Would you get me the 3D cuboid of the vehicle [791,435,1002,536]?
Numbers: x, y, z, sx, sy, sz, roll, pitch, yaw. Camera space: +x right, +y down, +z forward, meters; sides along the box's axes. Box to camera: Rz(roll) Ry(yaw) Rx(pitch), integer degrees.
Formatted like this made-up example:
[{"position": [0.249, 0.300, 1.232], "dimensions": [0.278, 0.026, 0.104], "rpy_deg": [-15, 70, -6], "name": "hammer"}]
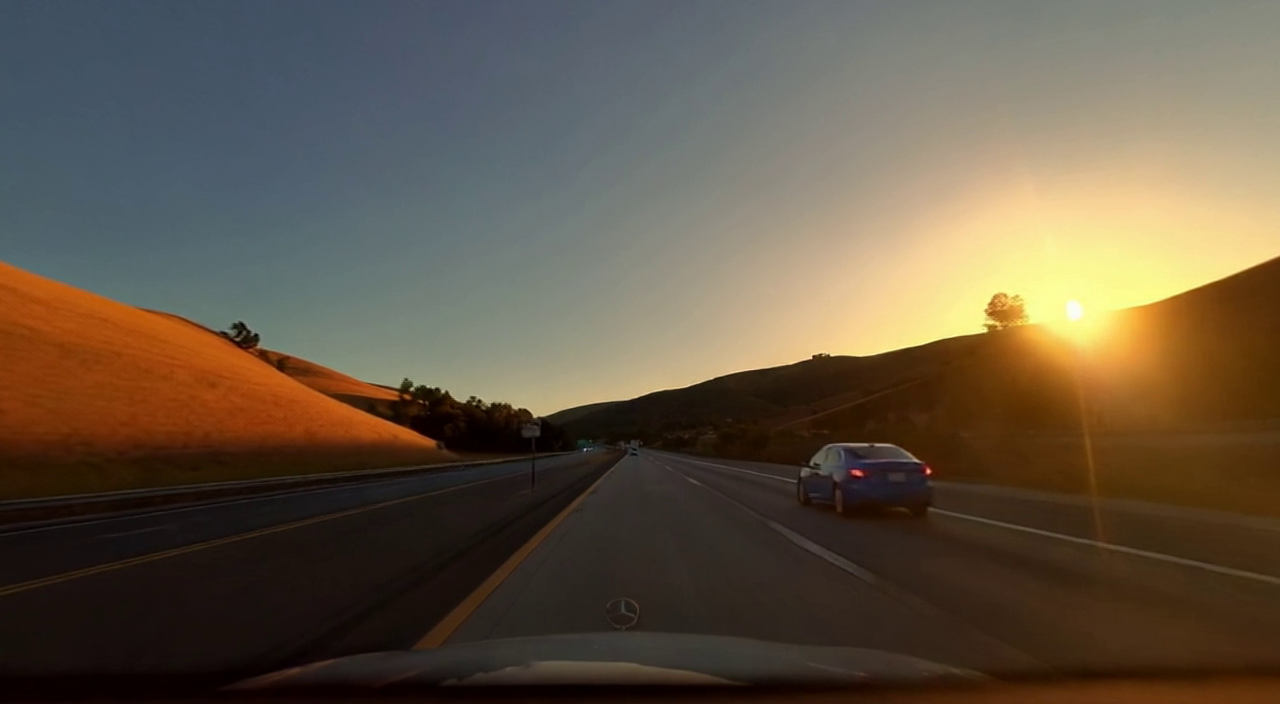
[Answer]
[{"position": [4.263, 2.285, 11.287], "dimensions": [1.981, 1.440, 4.125], "rpy_deg": [0, -9, -1], "name": "vehicle"}]
